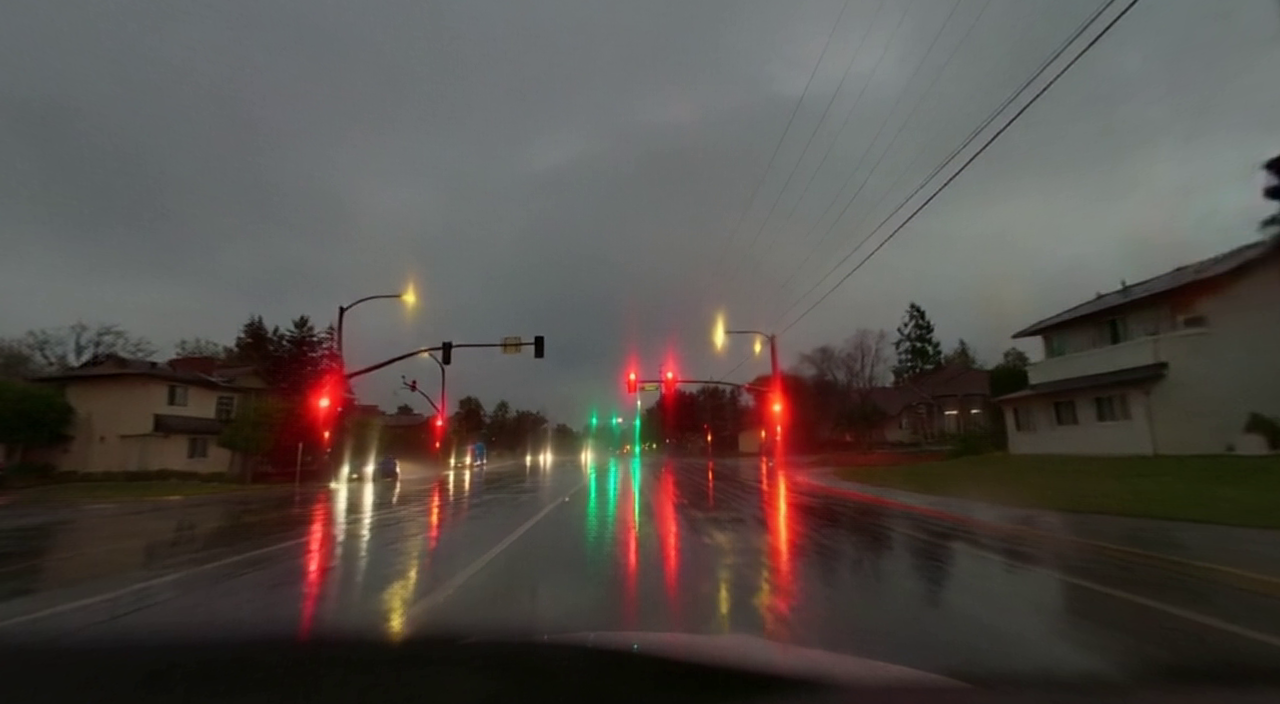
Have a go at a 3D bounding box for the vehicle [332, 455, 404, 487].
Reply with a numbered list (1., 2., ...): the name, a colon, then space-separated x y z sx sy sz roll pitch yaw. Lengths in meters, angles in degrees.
1. vehicle: -14.121 6.158 33.053 1.888 1.470 4.282 0 -9 0
